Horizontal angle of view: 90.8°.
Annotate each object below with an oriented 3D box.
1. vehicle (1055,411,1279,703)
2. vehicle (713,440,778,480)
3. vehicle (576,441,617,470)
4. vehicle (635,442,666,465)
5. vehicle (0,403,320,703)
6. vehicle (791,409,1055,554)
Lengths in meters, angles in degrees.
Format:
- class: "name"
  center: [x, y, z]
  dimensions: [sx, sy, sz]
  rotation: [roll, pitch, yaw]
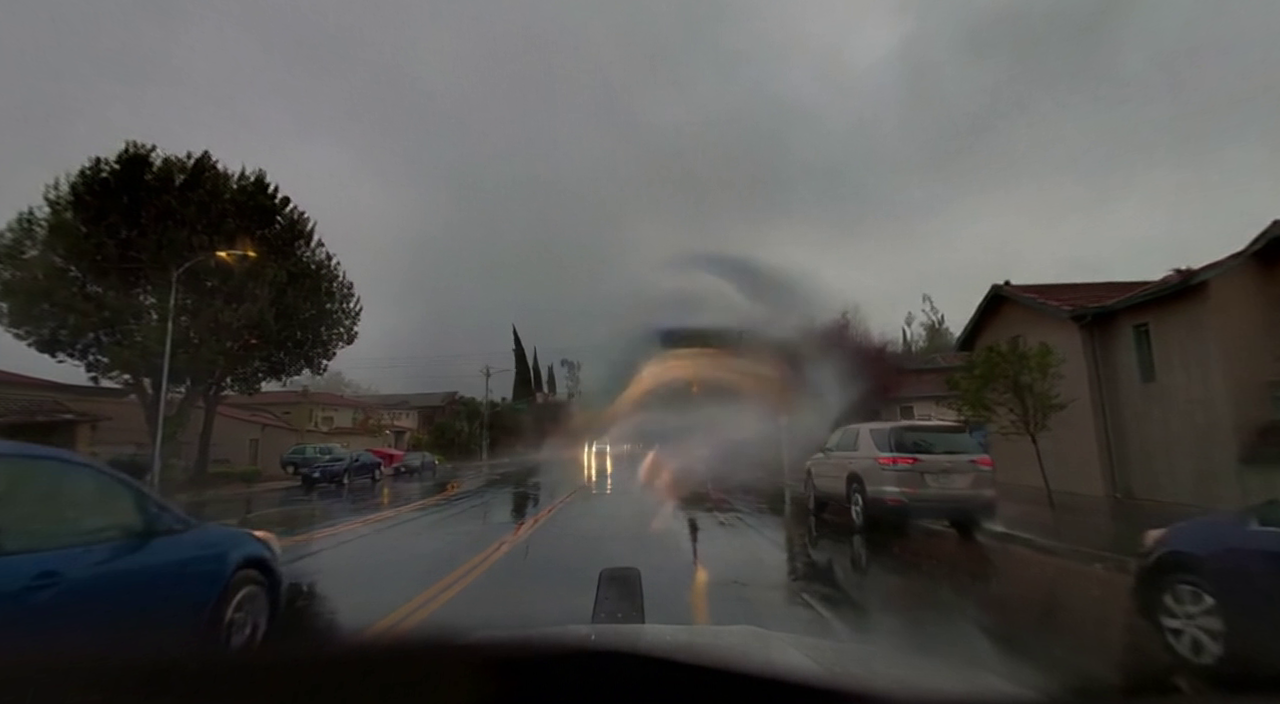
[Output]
- class: "vehicle"
  center: [3.949, 0.895, 2.135]
  dimensions: [1.956, 1.468, 4.524]
  rotation: [0, -9, -1]
- class: "vehicle"
  center: [4.274, 4.436, 26.241]
  dimensions: [1.964, 1.485, 4.454]
  rotation: [0, -9, 1]
- class: "vehicle"
  center: [-2.418, 5.871, 35.965]
  dimensions: [1.986, 1.508, 4.261]
  rotation: [0, -9, 0]
- class: "vehicle"
  center: [0.703, 7.043, 44.050]
  dimensions: [2.081, 1.475, 4.361]
  rotation: [0, -9, 0]
- class: "vehicle"
  center: [-3.485, 0.978, 2.524]
  dimensions: [2.069, 1.510, 4.325]
  rotation: [0, -9, 1]
- class: "vehicle"
  center: [4.064, 1.943, 10.155]
  dimensions: [2.069, 1.780, 4.480]
  rotation: [0, -9, -1]
